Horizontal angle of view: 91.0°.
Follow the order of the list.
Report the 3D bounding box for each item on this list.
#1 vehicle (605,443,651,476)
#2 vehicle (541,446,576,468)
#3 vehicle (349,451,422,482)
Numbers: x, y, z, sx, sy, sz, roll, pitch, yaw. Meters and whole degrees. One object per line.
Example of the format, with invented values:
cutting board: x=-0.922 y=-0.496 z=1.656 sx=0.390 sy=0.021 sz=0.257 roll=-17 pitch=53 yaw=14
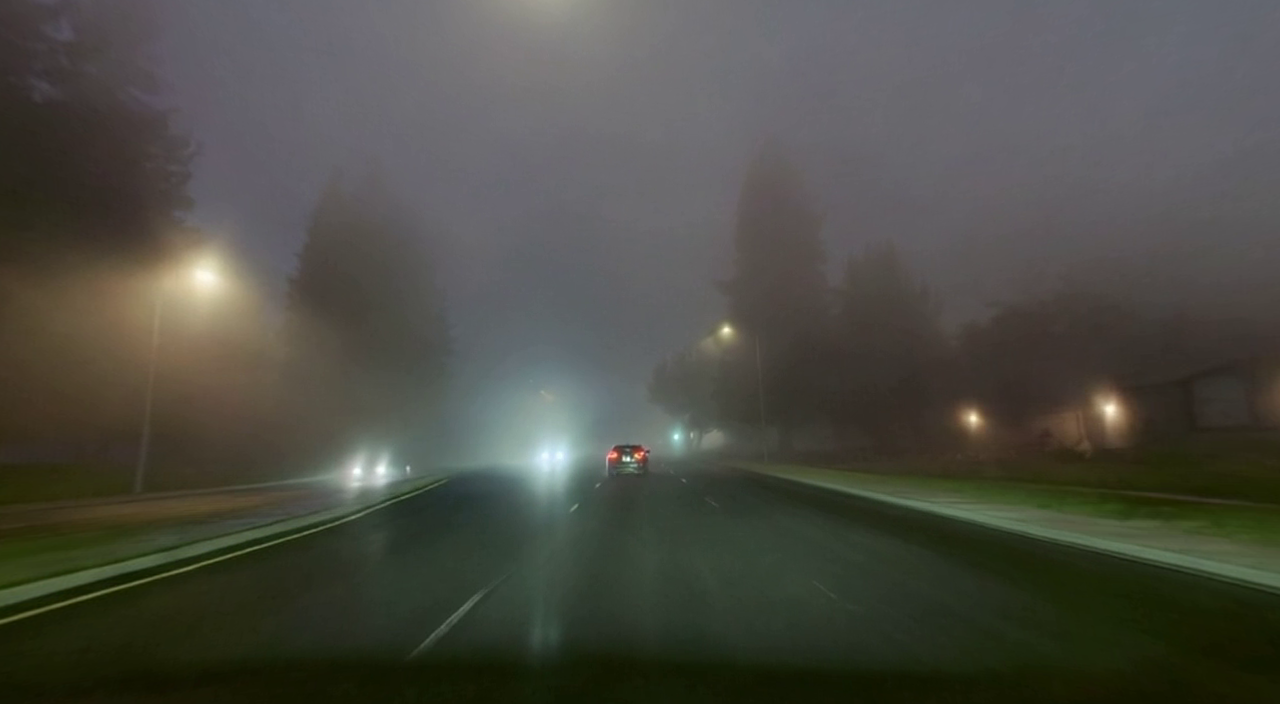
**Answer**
vehicle: x=-0.520 y=5.409 z=31.920 sx=2.106 sy=1.517 sz=4.375 roll=0 pitch=-9 yaw=2
vehicle: x=-5.831 y=7.536 z=45.339 sx=2.014 sy=1.472 sz=4.357 roll=0 pitch=-9 yaw=-1
vehicle: x=-13.683 y=6.153 z=34.172 sx=1.949 sy=1.517 sz=4.459 roll=0 pitch=-9 yaw=2
